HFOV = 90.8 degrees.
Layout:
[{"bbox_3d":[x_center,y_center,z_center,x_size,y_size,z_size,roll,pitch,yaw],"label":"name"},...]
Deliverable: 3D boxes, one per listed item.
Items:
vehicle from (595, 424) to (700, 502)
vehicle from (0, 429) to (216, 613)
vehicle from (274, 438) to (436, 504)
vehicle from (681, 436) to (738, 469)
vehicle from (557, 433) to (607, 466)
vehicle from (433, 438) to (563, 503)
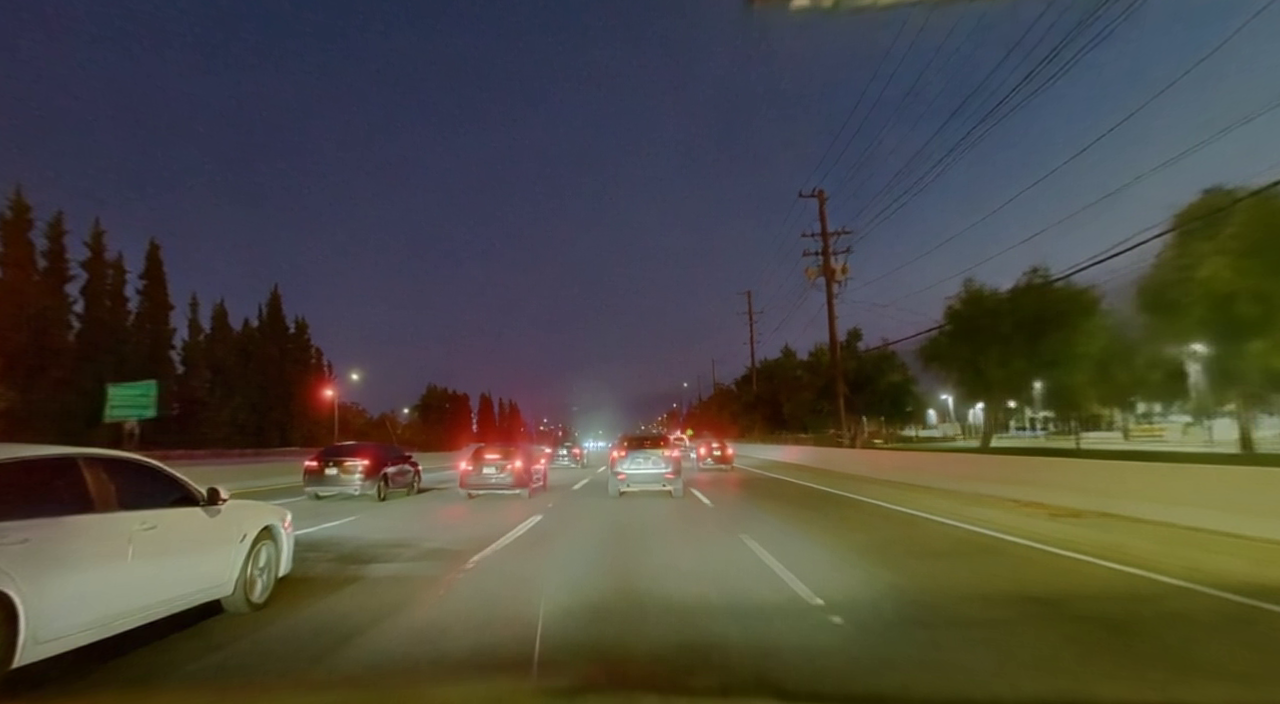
[{"bbox_3d":[0.176,2.741,15.939,2.284,1.699,4.168,0,-8,0],"label":"vehicle"},{"bbox_3d":[-6.066,1.394,5.355,1.958,1.447,4.454,0,-8,-2],"label":"vehicle"},{"bbox_3d":[-7.112,2.996,16.442,1.959,1.435,4.719,0,-8,1],"label":"vehicle"},{"bbox_3d":[3.312,4.897,30.861,2.197,1.464,4.356,0,-8,-1],"label":"vehicle"},{"bbox_3d":[-3.260,5.578,36.275,2.353,1.773,4.286,0,-8,1],"label":"vehicle"},{"bbox_3d":[-3.438,2.983,16.394,2.203,1.425,4.610,0,-8,1],"label":"vehicle"}]
